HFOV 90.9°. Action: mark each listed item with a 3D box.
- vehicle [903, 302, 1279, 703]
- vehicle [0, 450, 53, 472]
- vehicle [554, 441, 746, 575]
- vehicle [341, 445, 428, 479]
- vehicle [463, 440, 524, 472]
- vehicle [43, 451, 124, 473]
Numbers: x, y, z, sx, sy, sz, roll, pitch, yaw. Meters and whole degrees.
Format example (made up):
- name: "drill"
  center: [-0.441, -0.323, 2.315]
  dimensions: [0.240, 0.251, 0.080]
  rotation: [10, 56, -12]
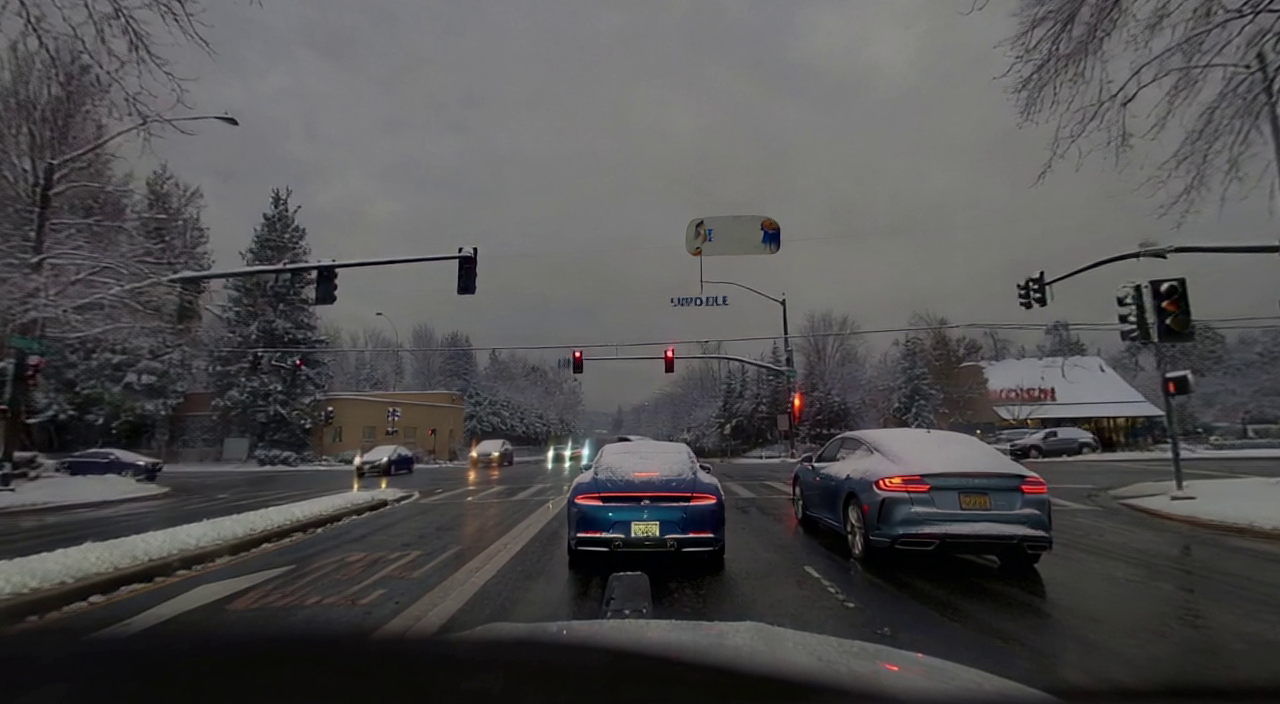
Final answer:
- name: "vehicle"
  center: [3.108, 0.806, 2.526]
  dimensions: [2.143, 1.759, 4.531]
  rotation: [0, -8, 0]
- name: "vehicle"
  center: [-46.317, 7.966, 46.156]
  dimensions: [4.545, 1.558, 1.833]
  rotation: [0, -8, -3]
- name: "vehicle"
  center: [0.122, 1.877, 8.393]
  dimensions: [1.945, 1.343, 3.827]
  rotation: [0, -8, 1]
- name: "vehicle"
  center: [-11.812, 5.103, 29.515]
  dimensions: [2.053, 1.436, 4.494]
  rotation: [0, -8, 2]
- name: "vehicle"
  center: [-8.036, 5.770, 35.135]
  dimensions: [2.091, 1.651, 4.870]
  rotation: [-1, -8, 2]
- name: "vehicle"
  center: [-41.271, 8.153, 46.803]
  dimensions: [4.195, 1.533, 1.752]
  rotation: [0, -8, -3]
